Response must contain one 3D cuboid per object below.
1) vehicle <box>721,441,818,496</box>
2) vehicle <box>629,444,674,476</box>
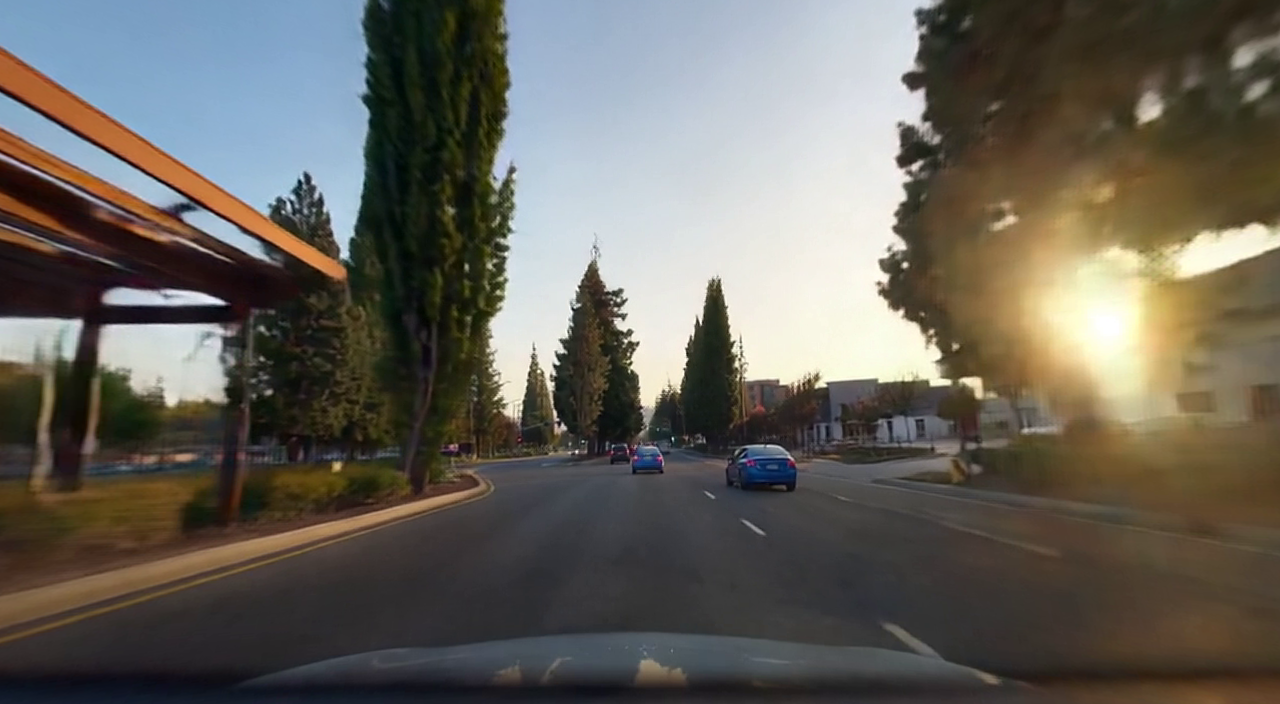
[{"bbox_3d":[3.876,3.577,19.729,2.067,1.497,4.327,0,-9,0],"label":"vehicle"},{"bbox_3d":[0.575,5.510,32.331,2.144,1.505,4.128,0,-9,0],"label":"vehicle"}]
